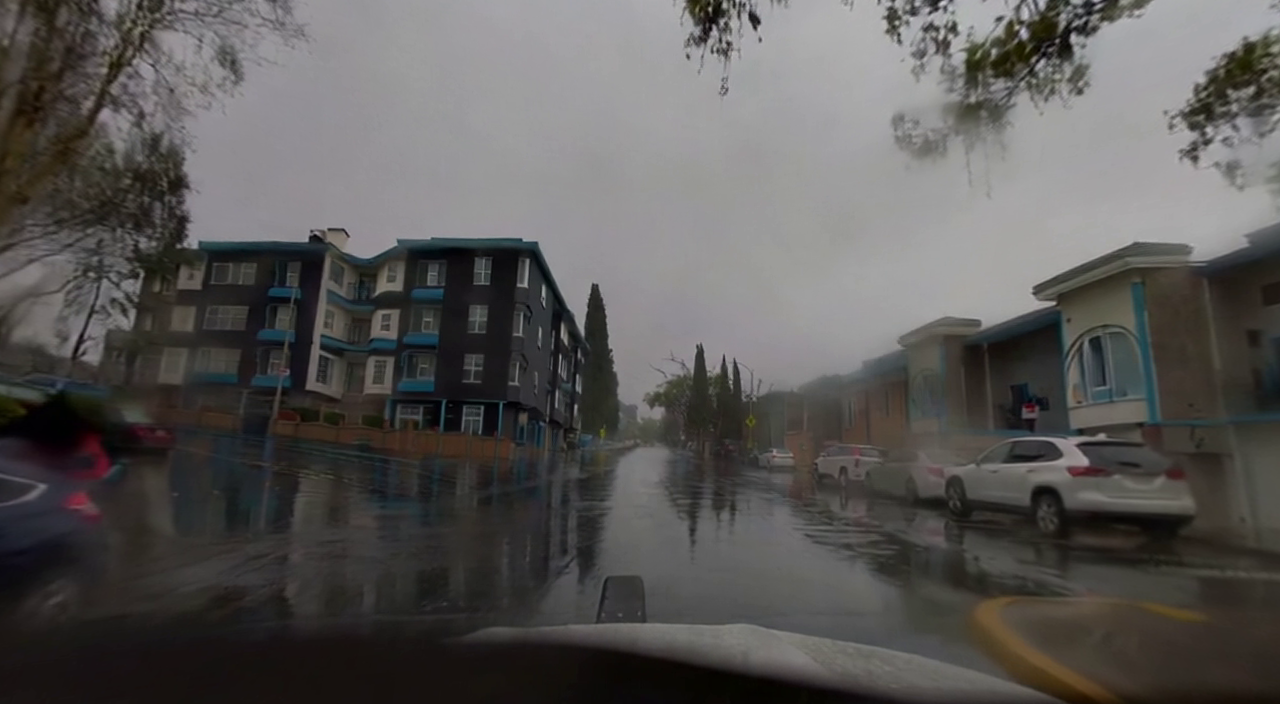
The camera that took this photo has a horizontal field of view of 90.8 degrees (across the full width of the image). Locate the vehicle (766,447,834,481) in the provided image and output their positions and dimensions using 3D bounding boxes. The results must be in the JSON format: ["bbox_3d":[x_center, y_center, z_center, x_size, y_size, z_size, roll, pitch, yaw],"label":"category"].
[{"bbox_3d":[7.900,5.565,31.722,2.122,1.554,4.777,0,-8,-1],"label":"vehicle"}]

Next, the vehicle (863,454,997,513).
[{"bbox_3d":[7.820,3.546,17.528,1.900,1.368,4.176,-1,-8,3],"label":"vehicle"}]

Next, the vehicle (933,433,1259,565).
[{"bbox_3d":[7.505,2.411,11.346,2.181,1.792,5.066,0,-8,2],"label":"vehicle"}]

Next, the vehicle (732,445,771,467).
[{"bbox_3d":[7.738,7.249,44.255,1.901,1.495,4.340,0,-8,0],"label":"vehicle"}]

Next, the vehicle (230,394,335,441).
[{"bbox_3d":[-18.682,3.426,33.043,4.598,1.645,2.019,8,-5,20],"label":"vehicle"}]

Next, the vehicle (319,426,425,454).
[{"bbox_3d":[-13.580,4.490,32.249,4.603,1.335,1.889,1,-9,-8],"label":"vehicle"}]

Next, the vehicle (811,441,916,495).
[{"bbox_3d":[7.923,4.129,22.961,1.917,1.704,4.840,0,-8,-2],"label":"vehicle"}]

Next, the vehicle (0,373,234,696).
[{"bbox_3d":[-4.511,0.914,2.924,2.285,1.712,5.200,1,-8,-7],"label":"vehicle"}]
